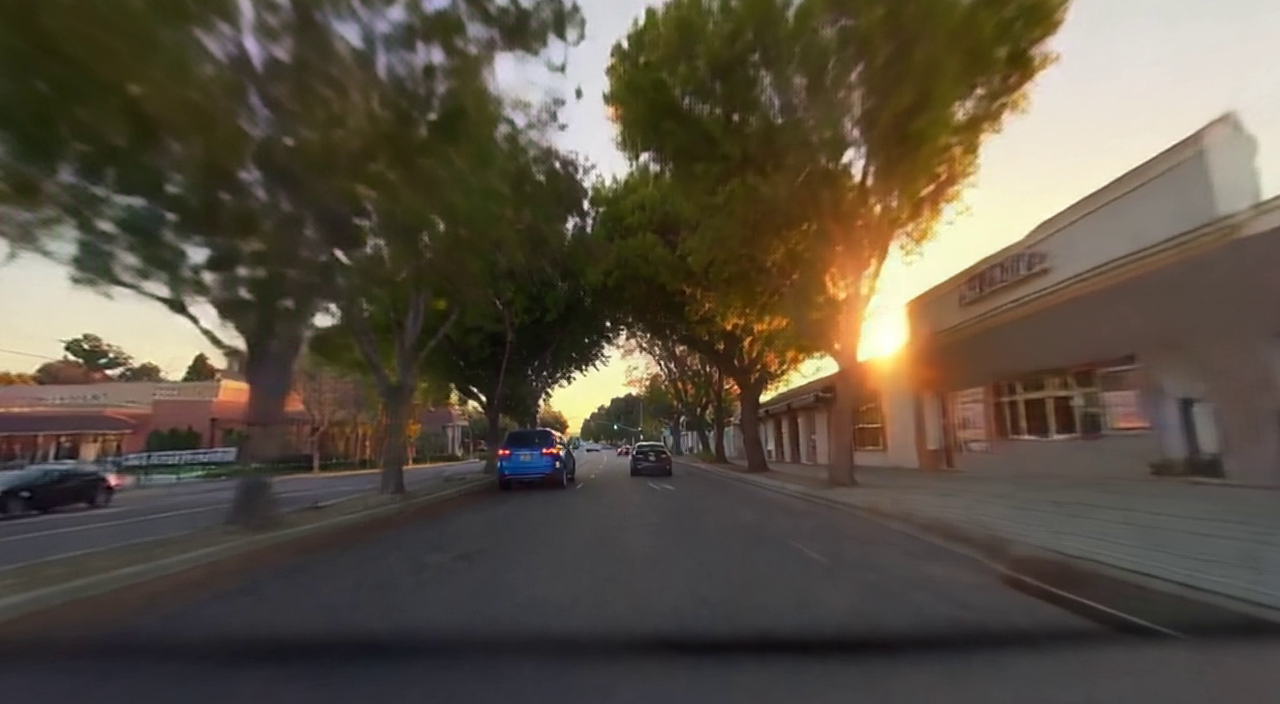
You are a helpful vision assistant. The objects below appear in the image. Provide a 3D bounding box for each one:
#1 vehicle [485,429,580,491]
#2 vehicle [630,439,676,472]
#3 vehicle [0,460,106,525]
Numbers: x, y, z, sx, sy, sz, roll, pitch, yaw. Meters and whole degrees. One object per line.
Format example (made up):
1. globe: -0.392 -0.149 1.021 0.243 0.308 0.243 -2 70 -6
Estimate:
1. vehicle: -3.391 3.557 21.118 2.464 1.777 5.128 0 -9 -2
2. vehicle: 0.566 5.023 30.776 2.103 1.487 4.101 0 -9 -1
3. vehicle: -15.775 3.380 14.938 1.912 1.432 5.070 -3 -9 0
